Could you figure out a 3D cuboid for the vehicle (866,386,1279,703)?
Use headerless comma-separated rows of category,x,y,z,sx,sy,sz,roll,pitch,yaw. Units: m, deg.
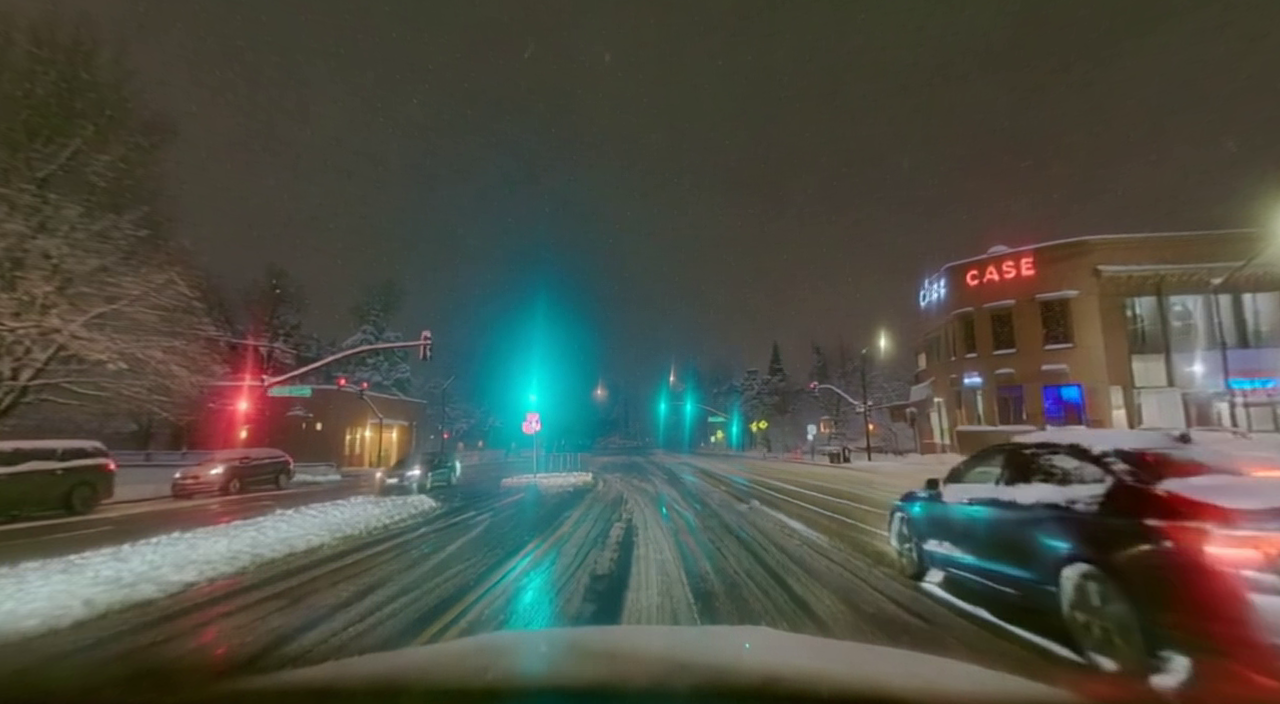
vehicle,3.746,1.243,4.951,2.109,1.510,4.927,0,-8,0

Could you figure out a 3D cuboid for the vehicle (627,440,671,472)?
vehicle,0.421,5.192,31.649,2.059,1.477,3.988,0,-8,0

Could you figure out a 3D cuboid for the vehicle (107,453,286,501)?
vehicle,-14.842,4.191,21.294,4.481,1.455,2.068,-1,-8,2

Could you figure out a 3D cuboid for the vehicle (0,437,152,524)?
vehicle,-15.336,3.054,15.275,2.337,1.895,5.872,0,-8,-1

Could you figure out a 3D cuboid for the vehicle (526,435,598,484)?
vehicle,-2.861,4.077,24.231,2.057,1.678,4.639,0,-8,1
